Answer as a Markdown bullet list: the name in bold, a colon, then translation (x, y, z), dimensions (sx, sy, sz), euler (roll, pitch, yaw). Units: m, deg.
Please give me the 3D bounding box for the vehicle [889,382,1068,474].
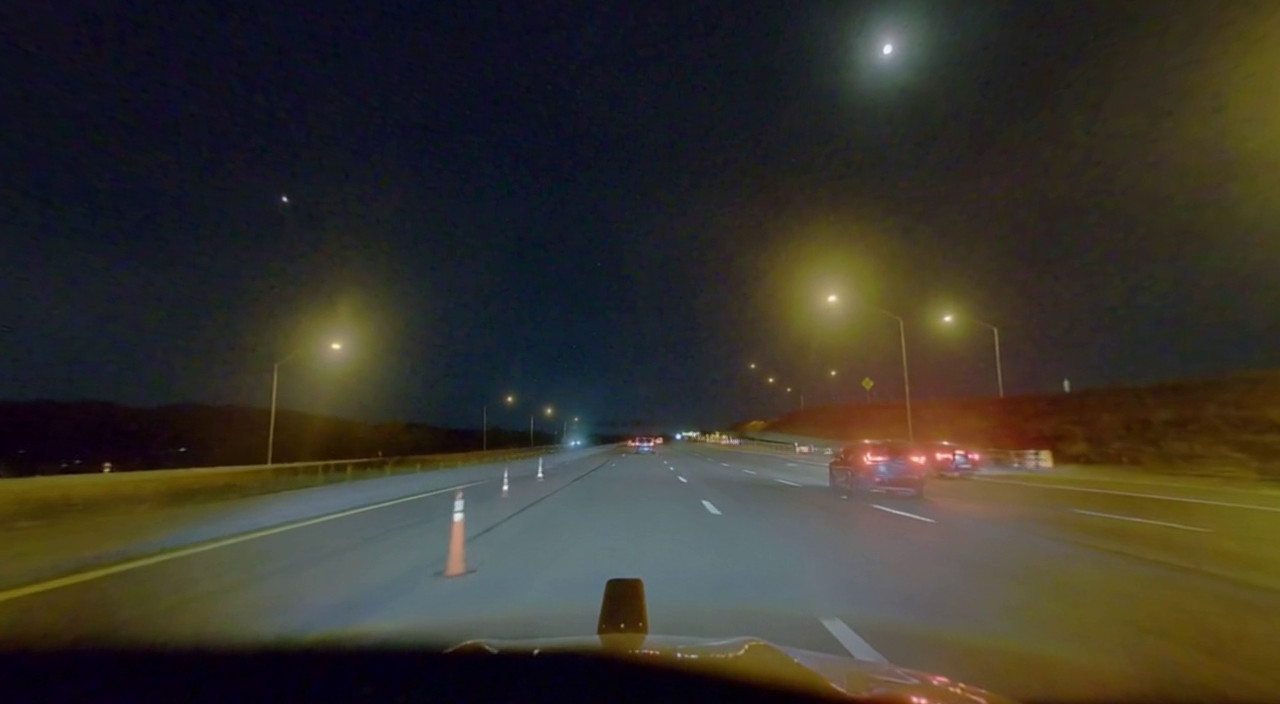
- **vehicle**: translation (15.184, 3.646, 29.437), dimensions (3.620, 3.613, 8.491), euler (0, -8, 0)
